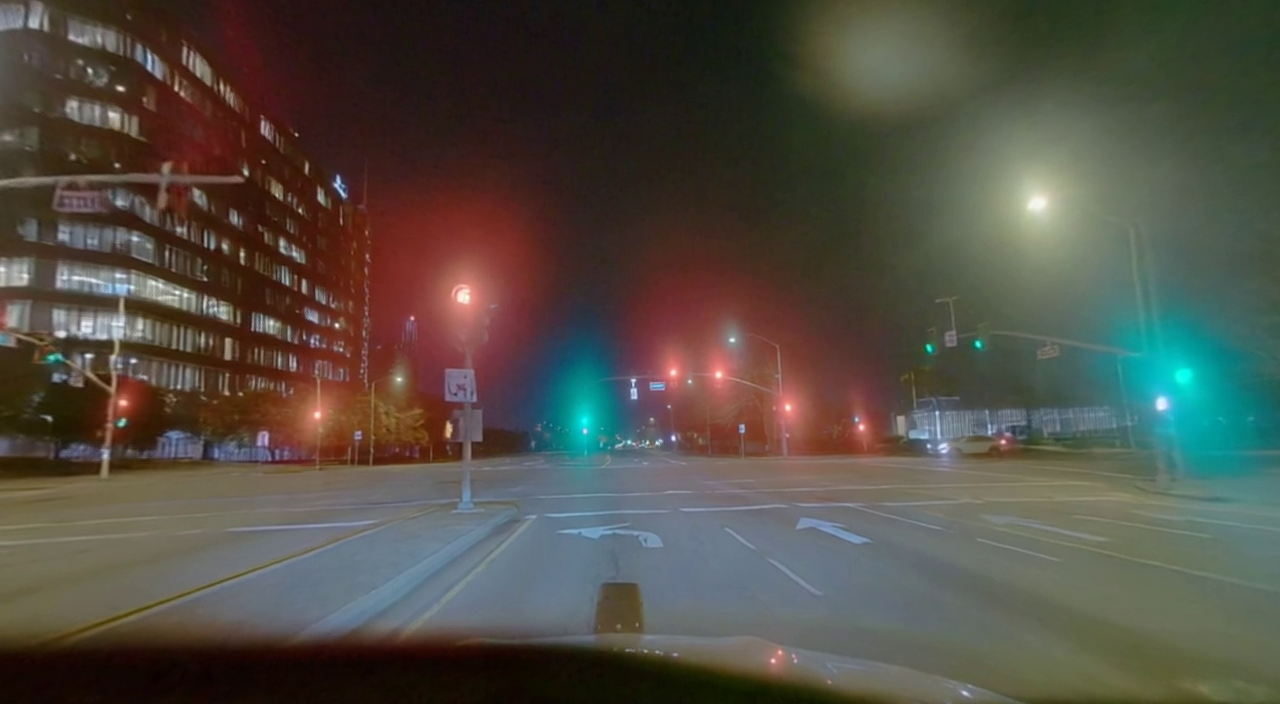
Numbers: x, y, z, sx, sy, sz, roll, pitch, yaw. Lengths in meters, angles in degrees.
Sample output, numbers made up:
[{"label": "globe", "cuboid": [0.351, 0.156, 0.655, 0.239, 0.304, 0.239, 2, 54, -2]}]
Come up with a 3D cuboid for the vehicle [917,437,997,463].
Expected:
[{"label": "vehicle", "cuboid": [21.191, 6.543, 42.106, 4.769, 1.634, 1.884, 3, -9, -20]}]
